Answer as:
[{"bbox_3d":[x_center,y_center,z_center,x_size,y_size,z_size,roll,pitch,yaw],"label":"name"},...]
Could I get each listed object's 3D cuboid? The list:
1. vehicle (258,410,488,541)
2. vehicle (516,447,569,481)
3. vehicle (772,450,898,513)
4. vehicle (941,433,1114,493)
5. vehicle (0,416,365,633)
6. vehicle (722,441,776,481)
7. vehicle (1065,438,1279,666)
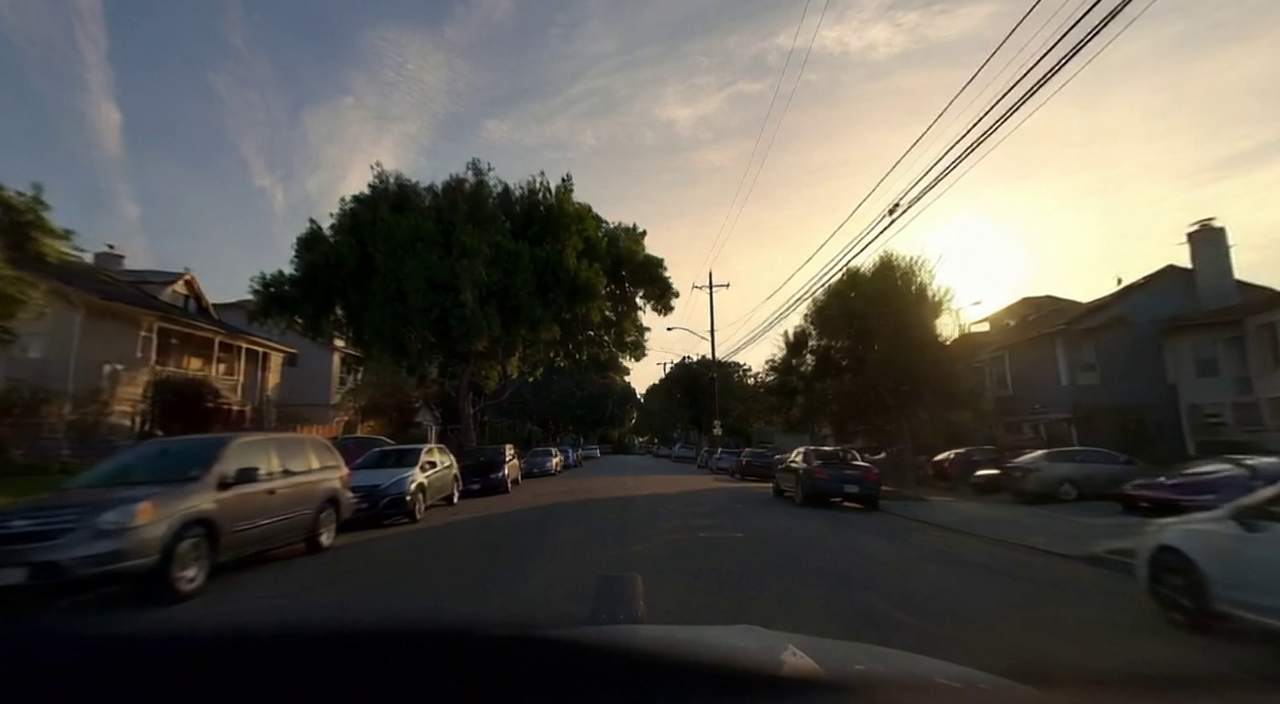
[{"bbox_3d":[-4.721,2.330,12.468,2.180,1.936,5.721,0,-9,-2],"label":"vehicle"},{"bbox_3d":[-4.676,5.406,30.812,1.973,1.454,4.559,1,-8,-2],"label":"vehicle"},{"bbox_3d":[5.024,3.362,16.945,1.847,1.448,4.162,1,-9,-3],"label":"vehicle"},{"bbox_3d":[12.523,3.588,20.577,4.485,1.723,2.028,-6,-12,35],"label":"vehicle"},{"bbox_3d":[-4.716,1.600,6.659,1.983,1.579,3.879,1,-10,-2],"label":"vehicle"},{"bbox_3d":[5.318,5.390,31.481,1.959,1.828,4.175,0,-9,0],"label":"vehicle"},{"bbox_3d":[5.307,1.307,4.001,2.007,1.512,4.524,0,-9,-1],"label":"vehicle"}]
